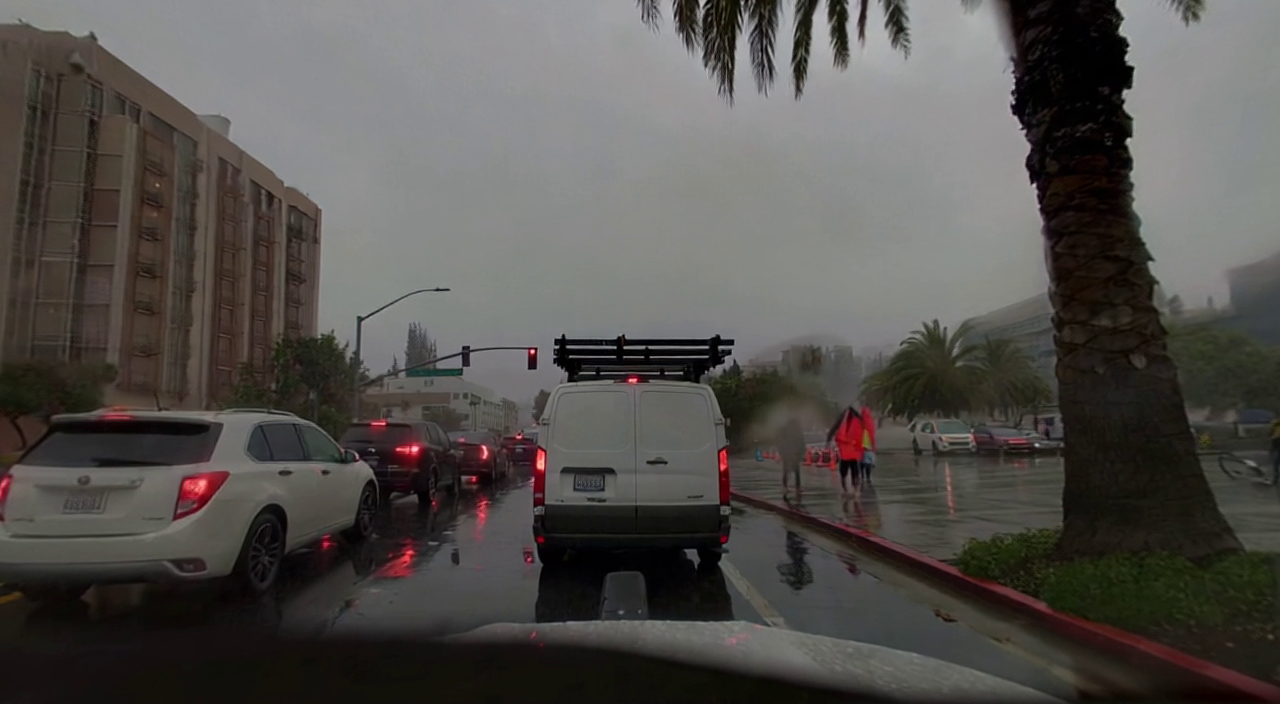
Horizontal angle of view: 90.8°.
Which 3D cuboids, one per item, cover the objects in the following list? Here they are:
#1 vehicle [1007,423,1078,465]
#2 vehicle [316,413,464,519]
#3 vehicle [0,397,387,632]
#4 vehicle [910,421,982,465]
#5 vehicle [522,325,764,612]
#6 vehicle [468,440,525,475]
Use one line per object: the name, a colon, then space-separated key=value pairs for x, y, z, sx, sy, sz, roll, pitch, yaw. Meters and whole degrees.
vehicle: x=15.822 y=3.616 z=24.734 sx=2.048 sy=1.475 sz=3.972 roll=-6 pitch=-10 yaw=34
vehicle: x=-5.185 y=2.423 z=13.910 sx=2.089 sy=1.854 sz=5.022 roll=2 pitch=-9 yaw=-11
vehicle: x=-4.376 y=1.470 z=6.689 sx=1.986 sy=1.643 sz=4.315 roll=1 pitch=-9 yaw=-6
vehicle: x=12.678 y=3.764 z=26.058 sx=2.046 sy=1.675 sz=3.924 roll=-6 pitch=-10 yaw=33
vehicle: x=-0.185 y=1.219 z=7.198 sx=1.902 sy=2.238 sz=4.263 roll=1 pitch=-9 yaw=-6
vehicle: x=-6.804 y=4.896 z=29.600 sx=1.818 sy=1.479 sz=4.428 roll=4 pitch=-9 yaw=-22
